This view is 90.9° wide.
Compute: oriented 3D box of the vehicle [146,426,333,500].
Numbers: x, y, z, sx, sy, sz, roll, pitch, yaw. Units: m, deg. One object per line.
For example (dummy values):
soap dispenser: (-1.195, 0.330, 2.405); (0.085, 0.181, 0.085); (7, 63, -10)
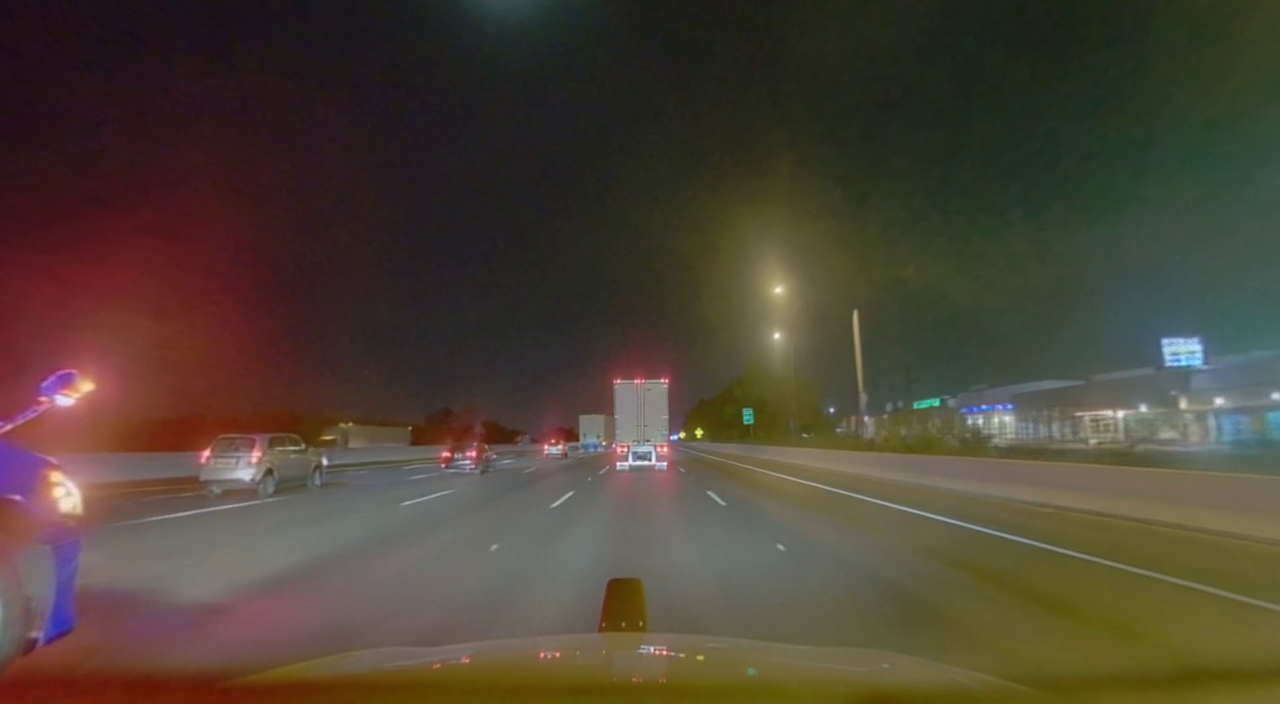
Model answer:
vehicle: (-10.927, 3.073, 17.769); (2.046, 1.779, 4.752); (0, -9, 1)

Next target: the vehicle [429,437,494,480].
vehicle: (-6.997, 4.170, 24.942); (1.736, 1.580, 2.778); (0, -9, 0)

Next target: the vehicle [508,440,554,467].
vehicle: (-6.372, 5.995, 37.357); (1.933, 1.459, 4.478); (0, -9, 0)

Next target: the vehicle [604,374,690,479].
vehicle: (0.147, 3.289, 26.710); (2.941, 3.604, 9.851); (0, -9, -1)
